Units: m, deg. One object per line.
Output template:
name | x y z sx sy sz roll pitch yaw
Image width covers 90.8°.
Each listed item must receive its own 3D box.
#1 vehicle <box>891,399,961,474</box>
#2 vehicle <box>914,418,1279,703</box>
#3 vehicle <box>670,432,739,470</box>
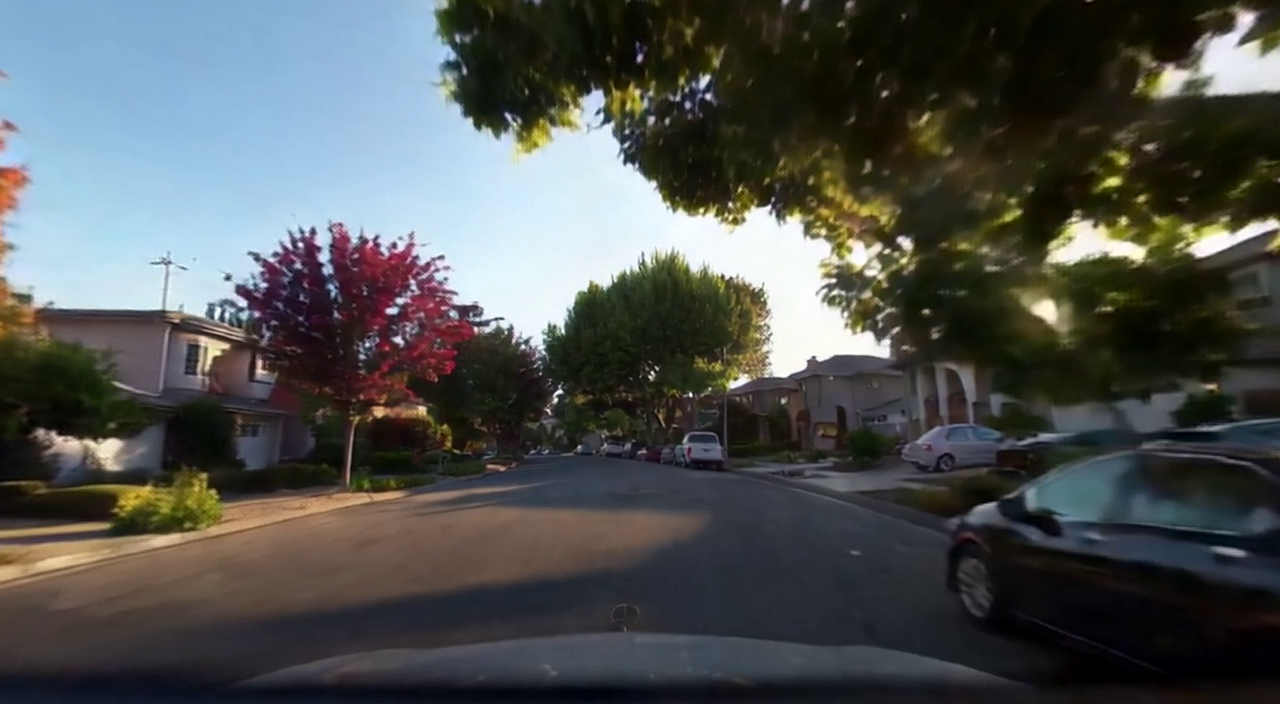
vehicle | 9.623 2.861 21.250 1.820 2.366 1.453 -5 -10 33
vehicle | 3.777 1.199 3.838 2.132 1.478 4.685 0 -9 0
vehicle | 3.516 5.532 35.735 2.715 1.900 6.163 2 -8 -5
